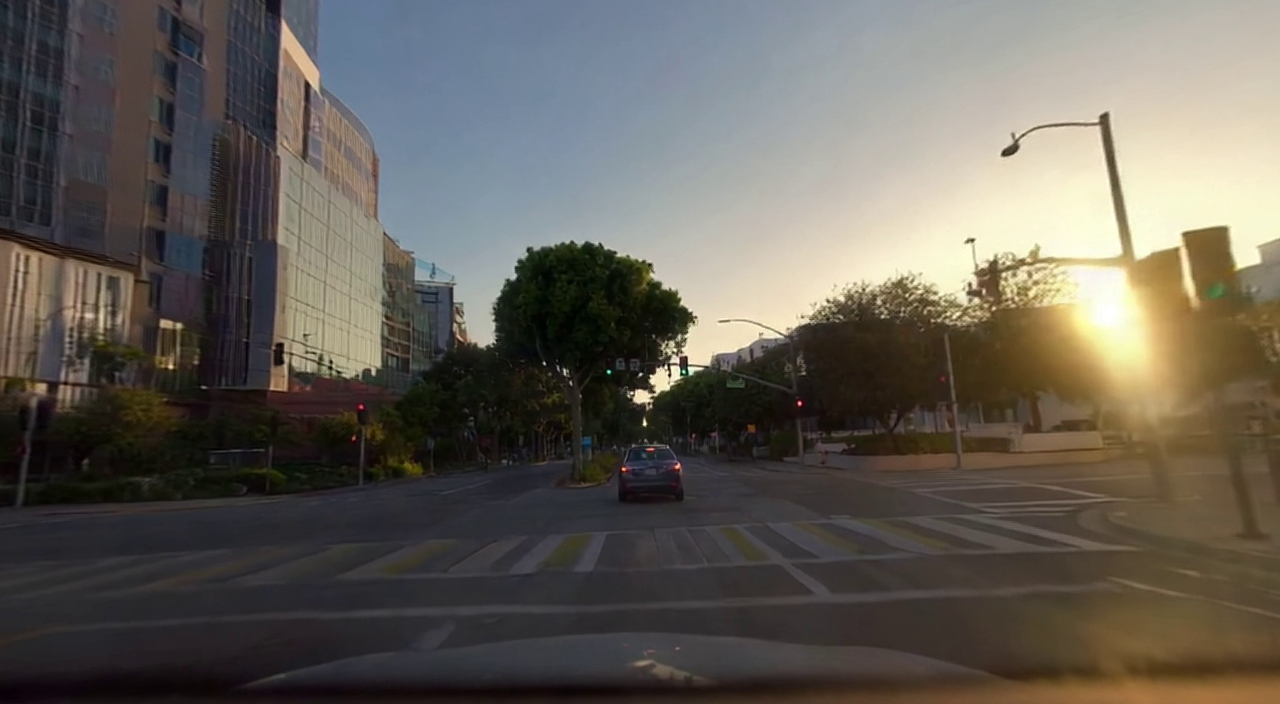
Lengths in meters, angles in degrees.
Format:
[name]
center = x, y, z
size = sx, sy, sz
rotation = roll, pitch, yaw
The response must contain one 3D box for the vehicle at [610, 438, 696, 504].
[vehicle]
center = 0.272, 3.342, 18.117
size = 2.184, 1.640, 4.086
rotation = 0, -9, -1
